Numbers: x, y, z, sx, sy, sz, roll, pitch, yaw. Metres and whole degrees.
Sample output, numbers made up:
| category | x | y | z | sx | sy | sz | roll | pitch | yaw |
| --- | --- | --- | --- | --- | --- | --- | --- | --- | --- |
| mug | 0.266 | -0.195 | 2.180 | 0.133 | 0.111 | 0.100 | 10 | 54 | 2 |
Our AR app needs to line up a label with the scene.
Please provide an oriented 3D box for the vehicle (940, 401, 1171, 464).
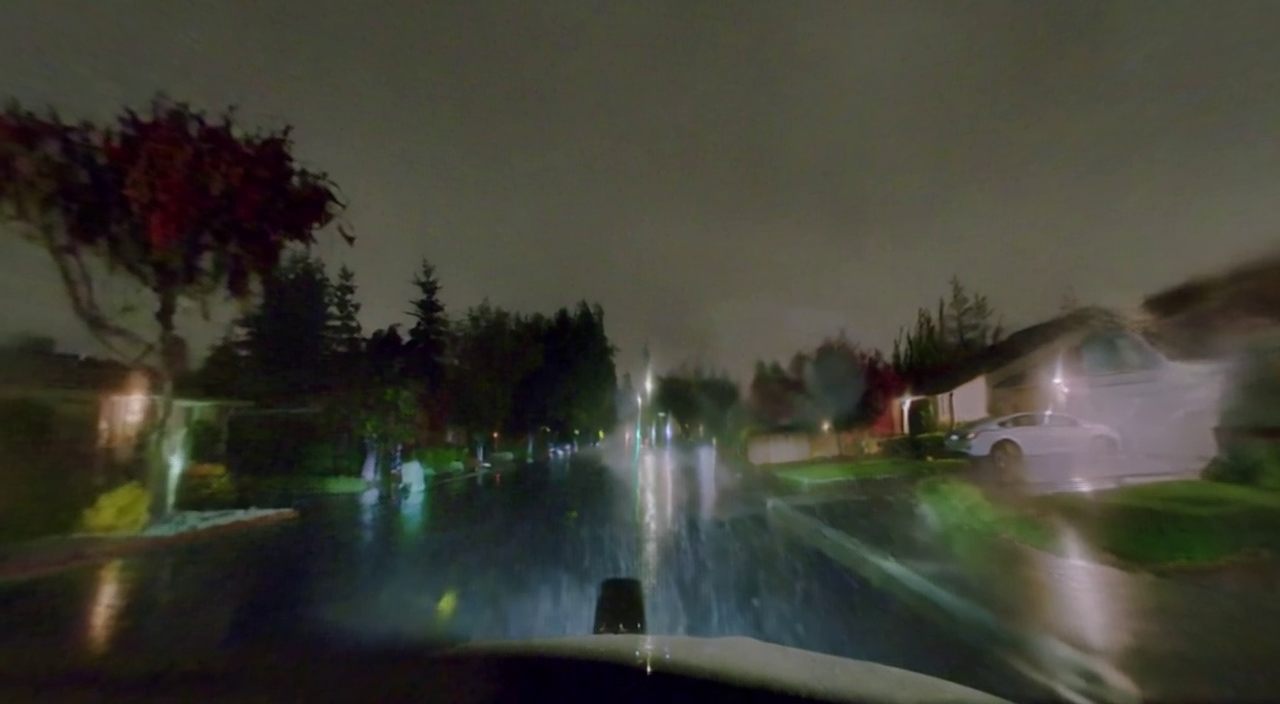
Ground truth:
| category | x | y | z | sx | sy | sz | roll | pitch | yaw |
| --- | --- | --- | --- | --- | --- | --- | --- | --- | --- |
| vehicle | 11.249 | 2.238 | 17.422 | 4.894 | 1.616 | 1.965 | -1 | -9 | 2 |
